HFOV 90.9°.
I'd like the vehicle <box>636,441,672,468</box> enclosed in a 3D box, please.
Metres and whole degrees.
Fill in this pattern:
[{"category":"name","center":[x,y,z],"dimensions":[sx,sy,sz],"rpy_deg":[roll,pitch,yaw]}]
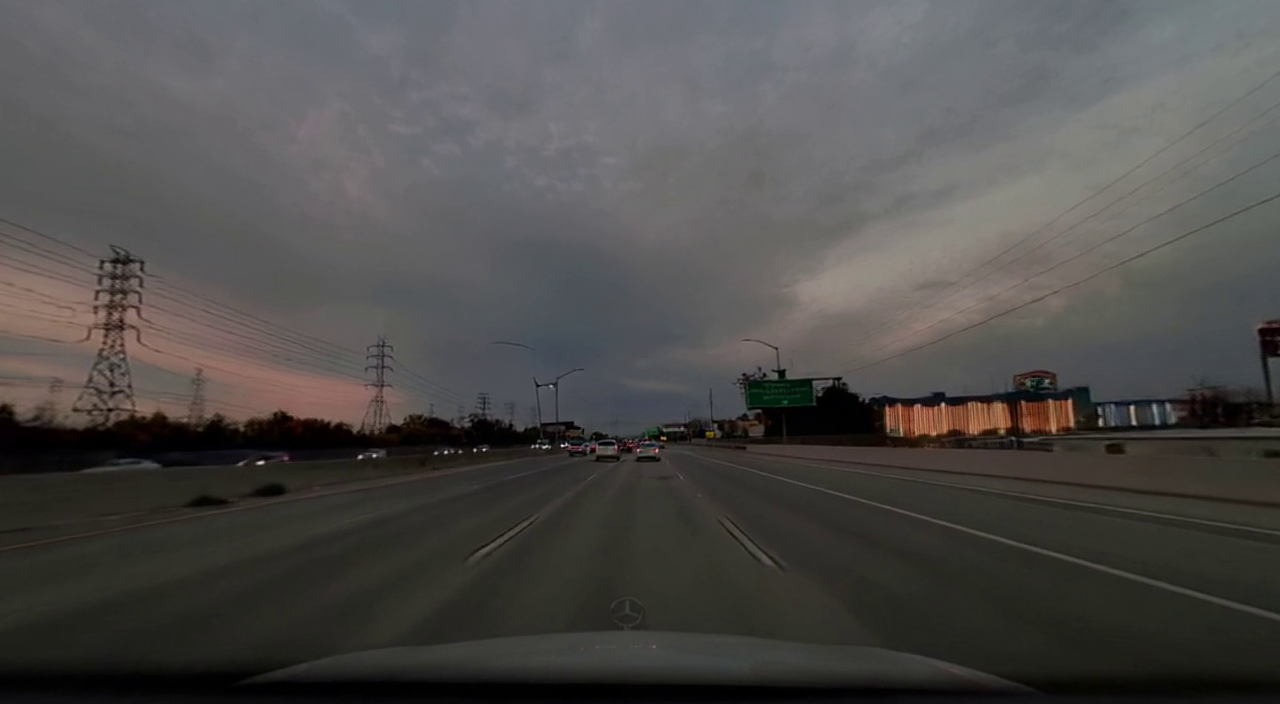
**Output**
[{"category":"vehicle","center":[0.752,5.846,36.267],"dimensions":[1.891,1.444,3.968],"rpy_deg":[-1,-8,0]}]

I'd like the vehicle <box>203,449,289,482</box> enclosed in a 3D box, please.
[{"category":"vehicle","center":[-20.205,5.805,32.516],"dimensions":[1.865,1.501,3.752],"rpy_deg":[-1,-8,3]}]

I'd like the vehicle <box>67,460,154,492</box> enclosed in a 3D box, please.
[{"category":"vehicle","center":[-26.788,6.260,32.035],"dimensions":[1.522,1.356,3.346],"rpy_deg":[-1,-8,0]}]
